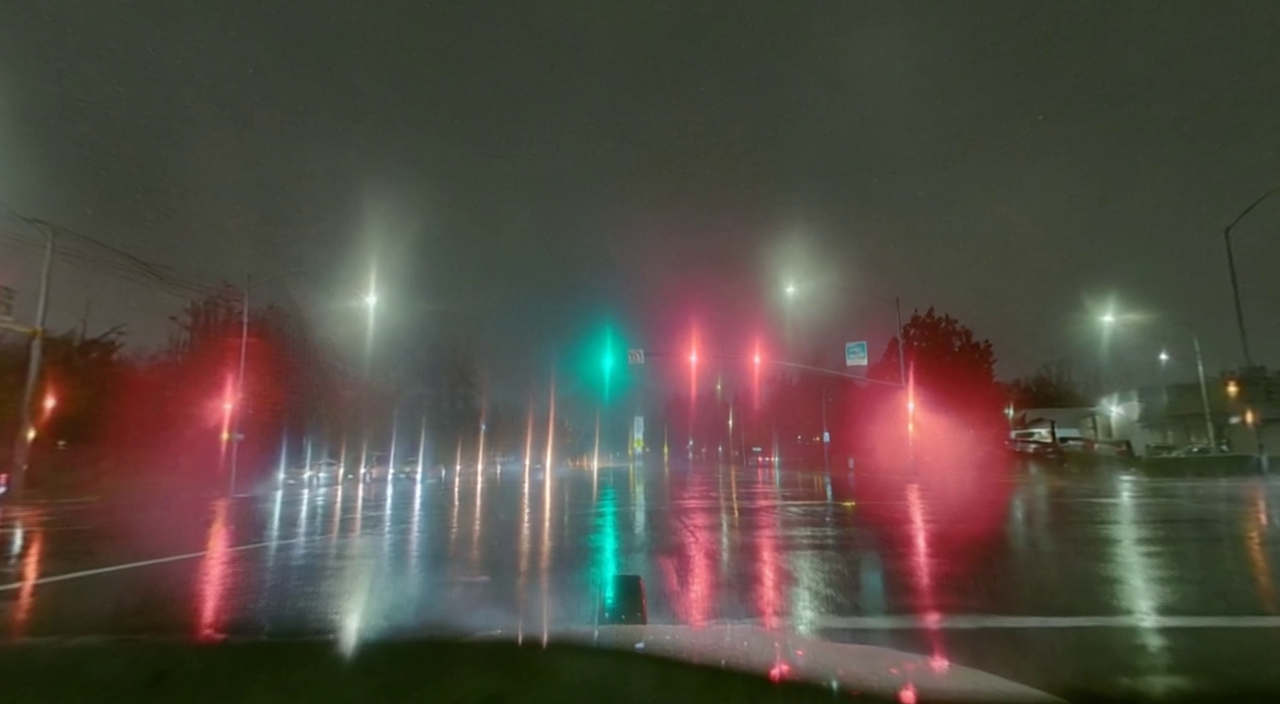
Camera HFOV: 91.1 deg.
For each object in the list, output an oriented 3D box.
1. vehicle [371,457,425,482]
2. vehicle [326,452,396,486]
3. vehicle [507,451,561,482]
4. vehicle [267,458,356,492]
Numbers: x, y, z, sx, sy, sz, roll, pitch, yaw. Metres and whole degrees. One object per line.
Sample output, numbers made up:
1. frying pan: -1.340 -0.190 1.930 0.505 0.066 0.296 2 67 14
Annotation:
1. vehicle: -16.451 7.989 42.919 1.804 1.486 4.625 0 -9 1
2. vehicle: -16.458 6.895 37.318 1.960 1.819 5.018 0 -9 -2
3. vehicle: -5.676 6.191 34.154 2.154 1.501 4.416 0 -9 0
4. vehicle: -16.296 6.099 31.442 2.055 1.506 4.663 0 -9 -2
